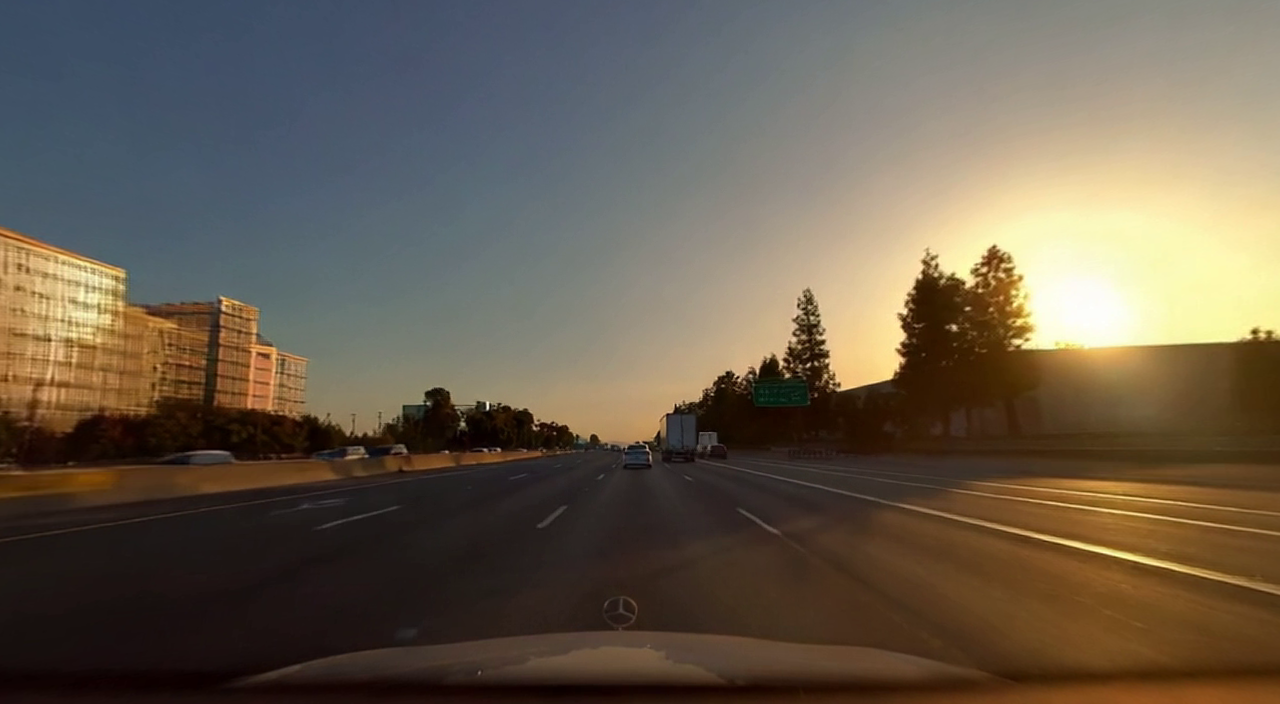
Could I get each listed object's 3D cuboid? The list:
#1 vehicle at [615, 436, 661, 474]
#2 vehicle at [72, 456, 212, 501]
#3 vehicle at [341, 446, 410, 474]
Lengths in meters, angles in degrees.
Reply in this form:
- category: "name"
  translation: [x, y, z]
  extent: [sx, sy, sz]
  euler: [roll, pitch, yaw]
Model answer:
- category: "vehicle"
  translation: [-0.135, 5.532, 34.107]
  extent: [2.297, 1.912, 4.355]
  euler: [0, -9, -1]
- category: "vehicle"
  translation: [-18.059, 4.566, 23.198]
  extent: [1.790, 1.443, 4.106]
  euler: [0, -9, 0]
- category: "vehicle"
  translation: [-18.076, 7.370, 43.475]
  extent: [2.226, 1.790, 5.699]
  euler: [0, -9, 1]
